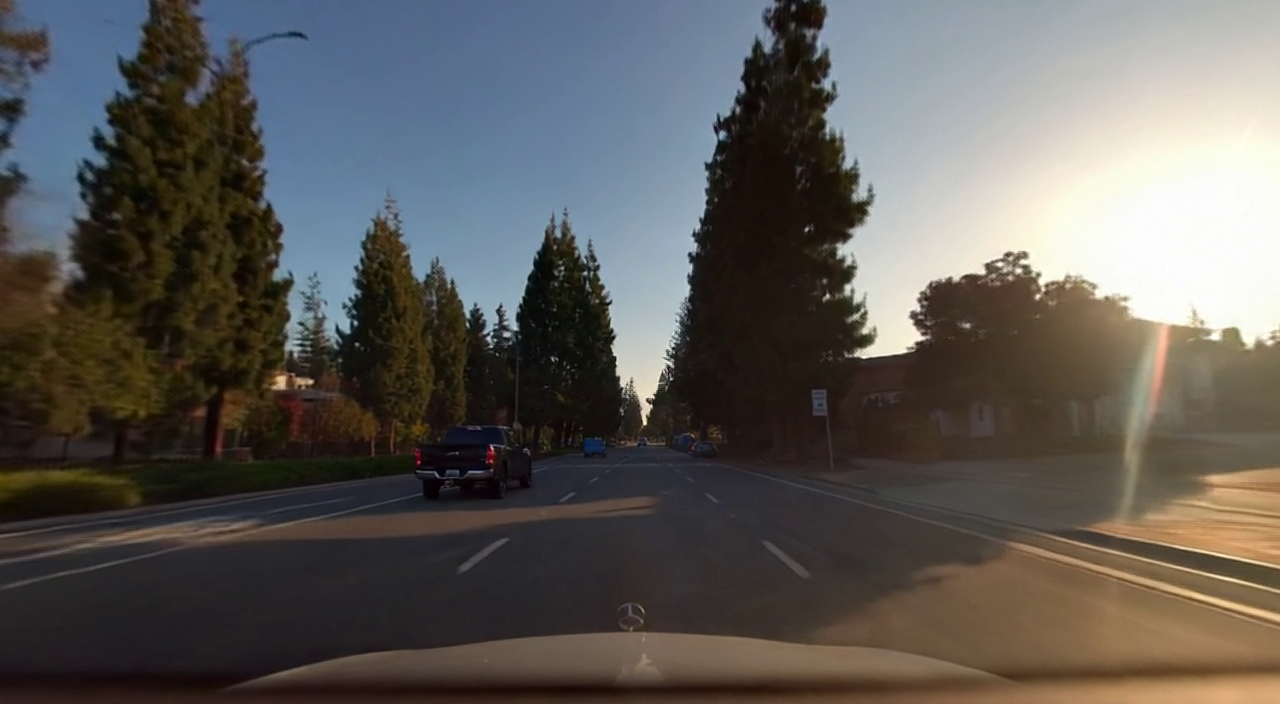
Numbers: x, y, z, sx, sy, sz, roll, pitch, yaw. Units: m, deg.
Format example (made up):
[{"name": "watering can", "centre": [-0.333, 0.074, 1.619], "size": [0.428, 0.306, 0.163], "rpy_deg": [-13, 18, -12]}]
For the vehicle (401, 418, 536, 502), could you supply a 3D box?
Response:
[{"name": "vehicle", "centre": [-4.052, 2.638, 15.841], "size": [2.002, 1.747, 4.728], "rpy_deg": [0, -8, 0]}]

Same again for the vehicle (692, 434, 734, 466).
[{"name": "vehicle", "centre": [4.203, 5.717, 37.025], "size": [2.016, 1.736, 4.356], "rpy_deg": [0, -8, 1]}]

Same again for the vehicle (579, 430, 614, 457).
[{"name": "vehicle", "centre": [-3.311, 7.082, 48.854], "size": [2.230, 1.987, 4.385], "rpy_deg": [0, -8, 2]}]
